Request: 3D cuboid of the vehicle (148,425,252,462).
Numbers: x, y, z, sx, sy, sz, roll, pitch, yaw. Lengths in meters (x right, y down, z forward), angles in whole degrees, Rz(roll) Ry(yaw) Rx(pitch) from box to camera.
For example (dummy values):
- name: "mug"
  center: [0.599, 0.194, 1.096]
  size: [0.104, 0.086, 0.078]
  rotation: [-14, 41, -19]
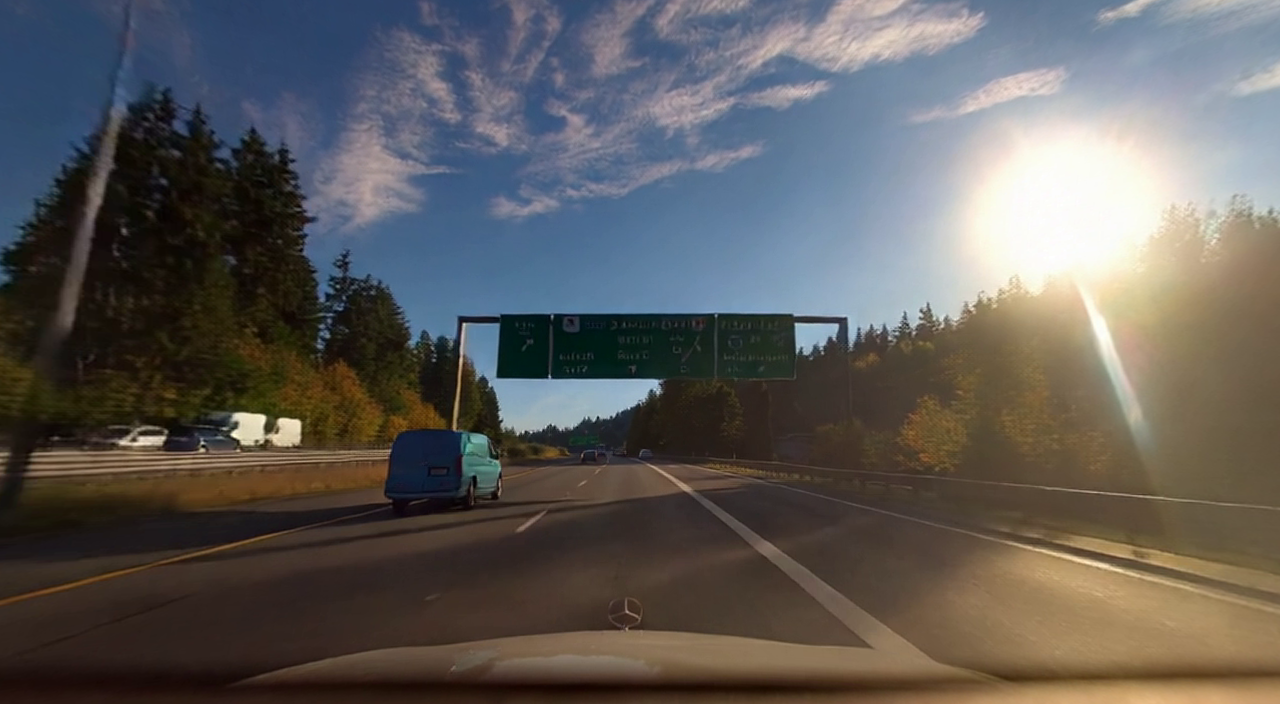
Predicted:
- name: "vehicle"
  center: [-19.001, 3.998, 27.406]
  size: [1.879, 1.492, 3.607]
  rotation: [0, -9, 0]

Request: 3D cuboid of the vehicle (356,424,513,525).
- name: "vehicle"
  center: [-4.122, 2.541, 13.534]
  size: [1.971, 1.795, 4.389]
  rotation: [0, -9, -2]
